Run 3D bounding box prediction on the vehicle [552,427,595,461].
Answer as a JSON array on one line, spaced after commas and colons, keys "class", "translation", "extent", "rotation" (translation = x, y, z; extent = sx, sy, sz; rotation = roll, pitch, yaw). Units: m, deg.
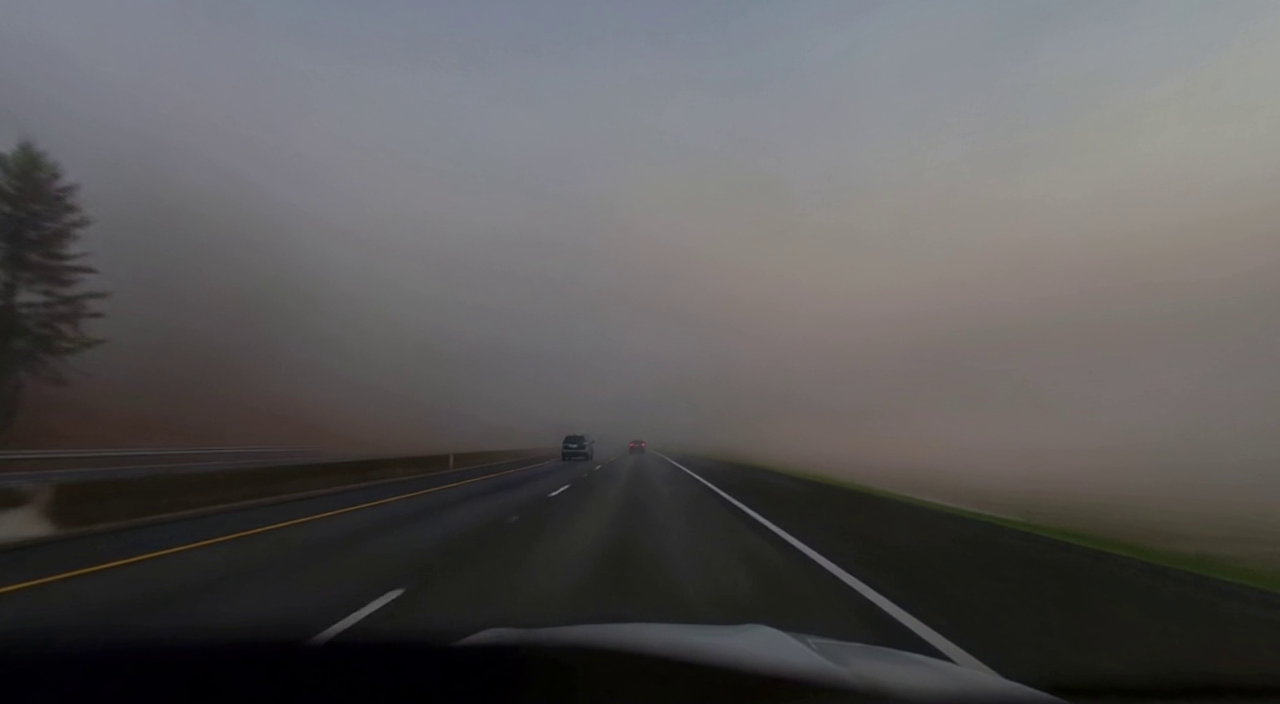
[{"class": "vehicle", "translation": [-4.185, 5.912, 40.514], "extent": [2.241, 2.034, 4.890], "rotation": [0, -8, 0]}]
